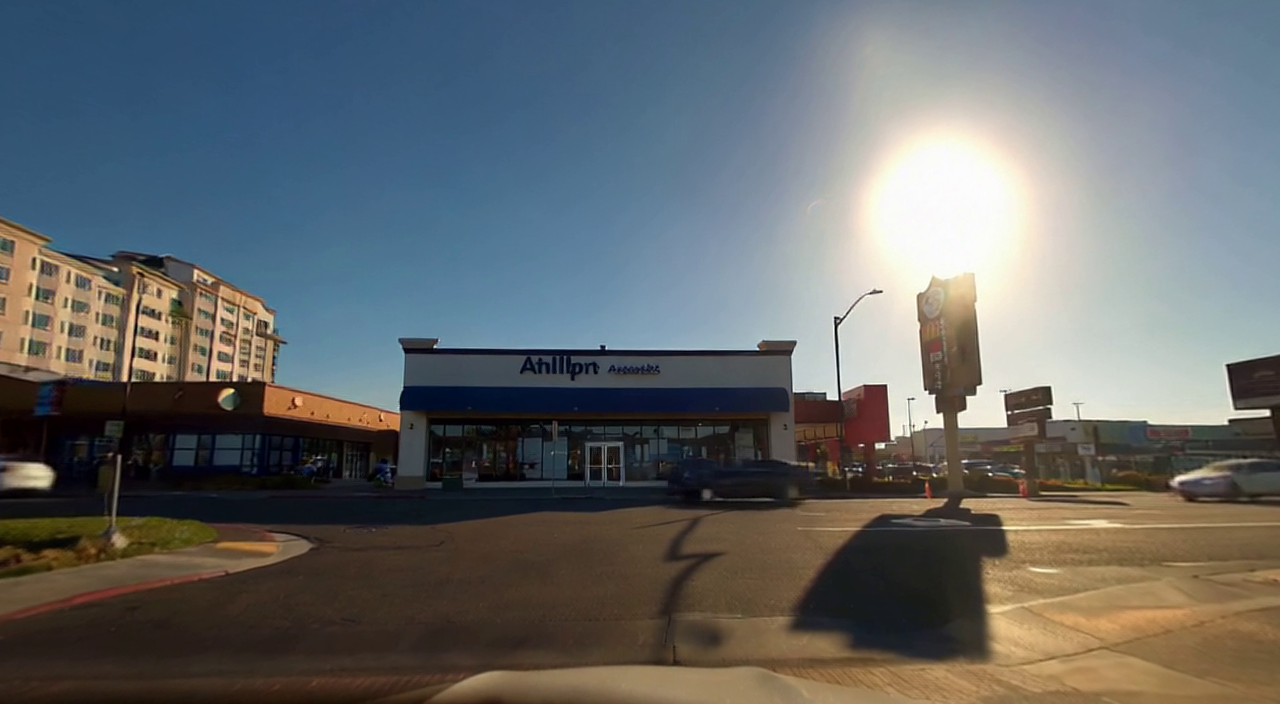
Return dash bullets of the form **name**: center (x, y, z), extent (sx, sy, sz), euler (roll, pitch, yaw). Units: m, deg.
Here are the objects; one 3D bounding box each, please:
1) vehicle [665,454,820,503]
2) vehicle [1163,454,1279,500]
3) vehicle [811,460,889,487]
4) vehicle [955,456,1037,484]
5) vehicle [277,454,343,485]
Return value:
- **vehicle**: center (3.289, 4.109, 20.756), extent (4.661, 1.478, 1.878), euler (1, -9, -7)
- **vehicle**: center (22.744, 4.717, 24.037), extent (4.073, 1.609, 1.813), euler (1, -9, -4)
- **vehicle**: center (12.991, 7.512, 39.386), extent (1.791, 1.453, 4.593), euler (5, -10, -29)
- **vehicle**: center (25.736, 8.499, 45.751), extent (4.838, 1.799, 1.914), euler (-7, -11, 39)
- **vehicle**: center (-20.019, 7.083, 38.243), extent (4.596, 1.680, 1.936), euler (-8, -11, 42)
